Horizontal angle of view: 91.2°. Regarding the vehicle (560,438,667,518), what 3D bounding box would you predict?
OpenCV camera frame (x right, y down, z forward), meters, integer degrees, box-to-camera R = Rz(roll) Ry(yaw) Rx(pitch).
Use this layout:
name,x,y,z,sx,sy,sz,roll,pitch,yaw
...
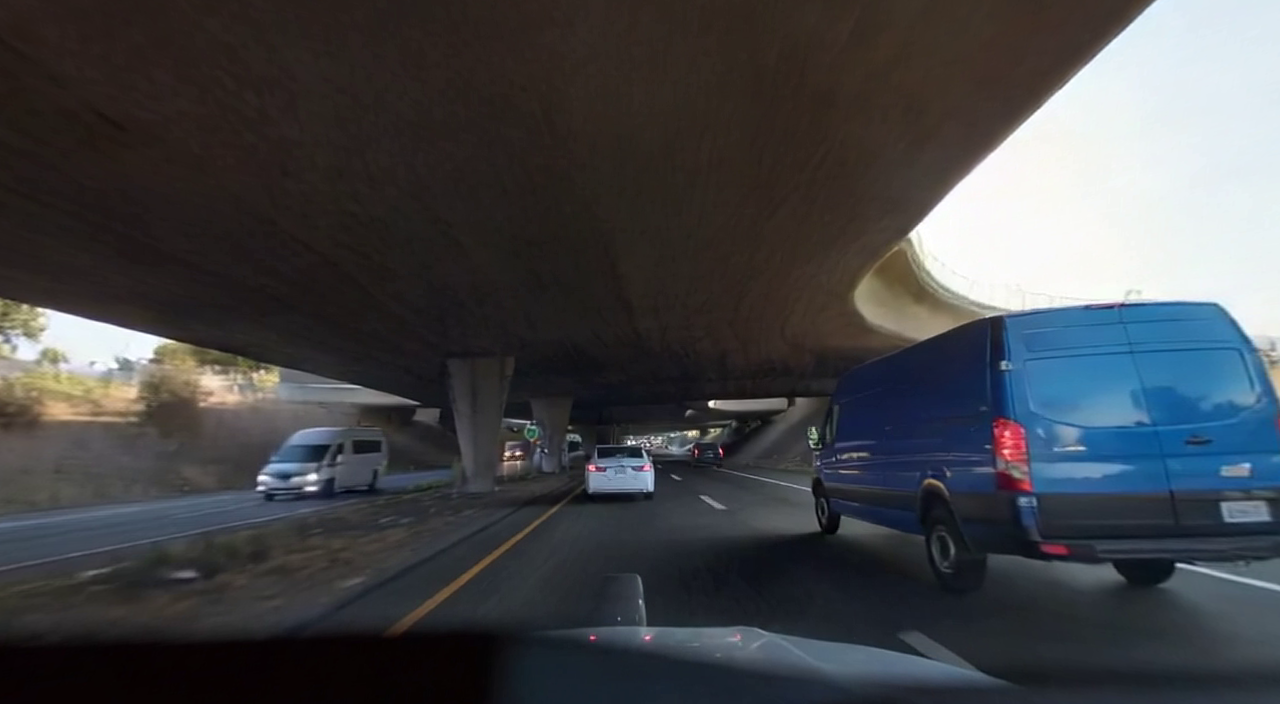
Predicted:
name,x,y,z,sx,sy,sz,roll,pitch,yaw
vehicle,-0.518,2.693,13.871,2.029,1.483,3.769,0,-9,0

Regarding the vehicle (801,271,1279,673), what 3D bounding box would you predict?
name,x,y,z,sx,sy,sz,roll,pitch,yaw
vehicle,3.774,1.123,6.744,2.399,2.421,5.829,0,-9,-1

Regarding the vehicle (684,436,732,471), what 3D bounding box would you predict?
name,x,y,z,sx,sy,sz,roll,pitch,yaw
vehicle,4.031,6.107,37.959,2.261,1.952,4.784,0,-9,-1

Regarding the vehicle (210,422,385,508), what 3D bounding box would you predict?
name,x,y,z,sx,sy,sz,roll,pitch,yaw
vehicle,-8.890,2.985,16.919,2.106,1.959,4.715,0,-9,-1
